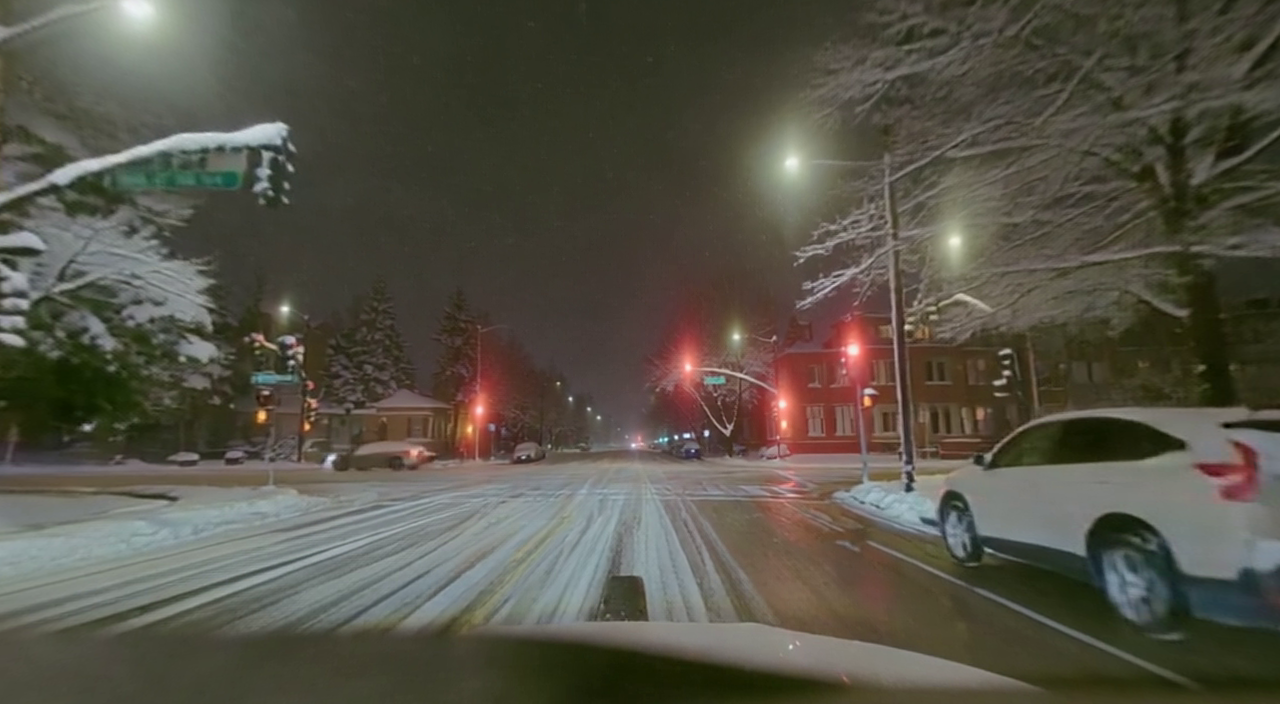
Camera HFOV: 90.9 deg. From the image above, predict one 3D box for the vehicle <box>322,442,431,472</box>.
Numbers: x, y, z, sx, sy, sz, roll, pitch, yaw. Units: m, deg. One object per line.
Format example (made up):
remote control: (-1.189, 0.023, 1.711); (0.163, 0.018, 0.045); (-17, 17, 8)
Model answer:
vehicle: (-13.236, 5.280, 31.852); (4.606, 1.452, 1.917); (0, -8, 1)

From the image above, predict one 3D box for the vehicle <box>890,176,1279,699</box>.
vehicle: (4.549, 0.771, 5.702); (2.398, 2.806, 4.857); (0, -8, -1)
